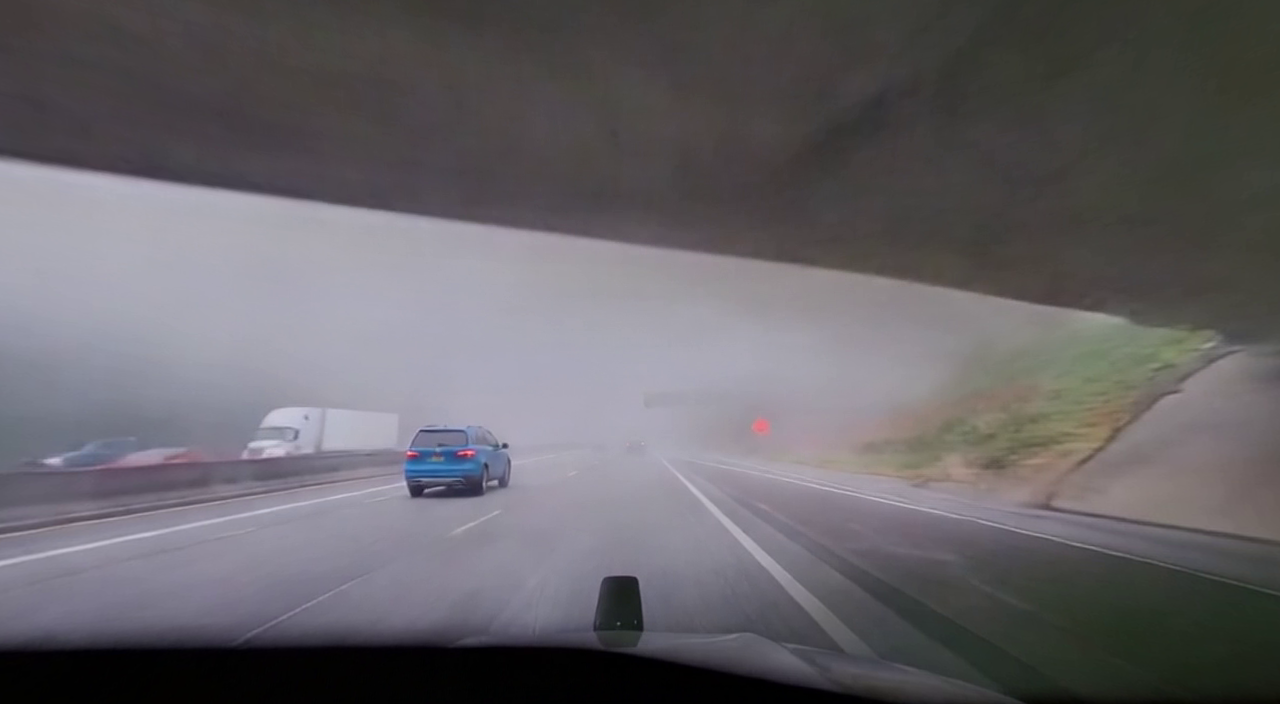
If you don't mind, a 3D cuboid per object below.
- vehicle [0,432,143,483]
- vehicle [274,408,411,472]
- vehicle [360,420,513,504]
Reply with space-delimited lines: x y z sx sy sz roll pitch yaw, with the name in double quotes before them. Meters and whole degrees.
"vehicle" -28.220 5.125 31.066 2.355 2.256 5.912 0 -8 0
"vehicle" -17.544 5.375 38.399 2.936 3.275 11.845 0 -8 -2
"vehicle" -4.549 2.534 14.870 2.125 1.662 4.336 0 -8 1
